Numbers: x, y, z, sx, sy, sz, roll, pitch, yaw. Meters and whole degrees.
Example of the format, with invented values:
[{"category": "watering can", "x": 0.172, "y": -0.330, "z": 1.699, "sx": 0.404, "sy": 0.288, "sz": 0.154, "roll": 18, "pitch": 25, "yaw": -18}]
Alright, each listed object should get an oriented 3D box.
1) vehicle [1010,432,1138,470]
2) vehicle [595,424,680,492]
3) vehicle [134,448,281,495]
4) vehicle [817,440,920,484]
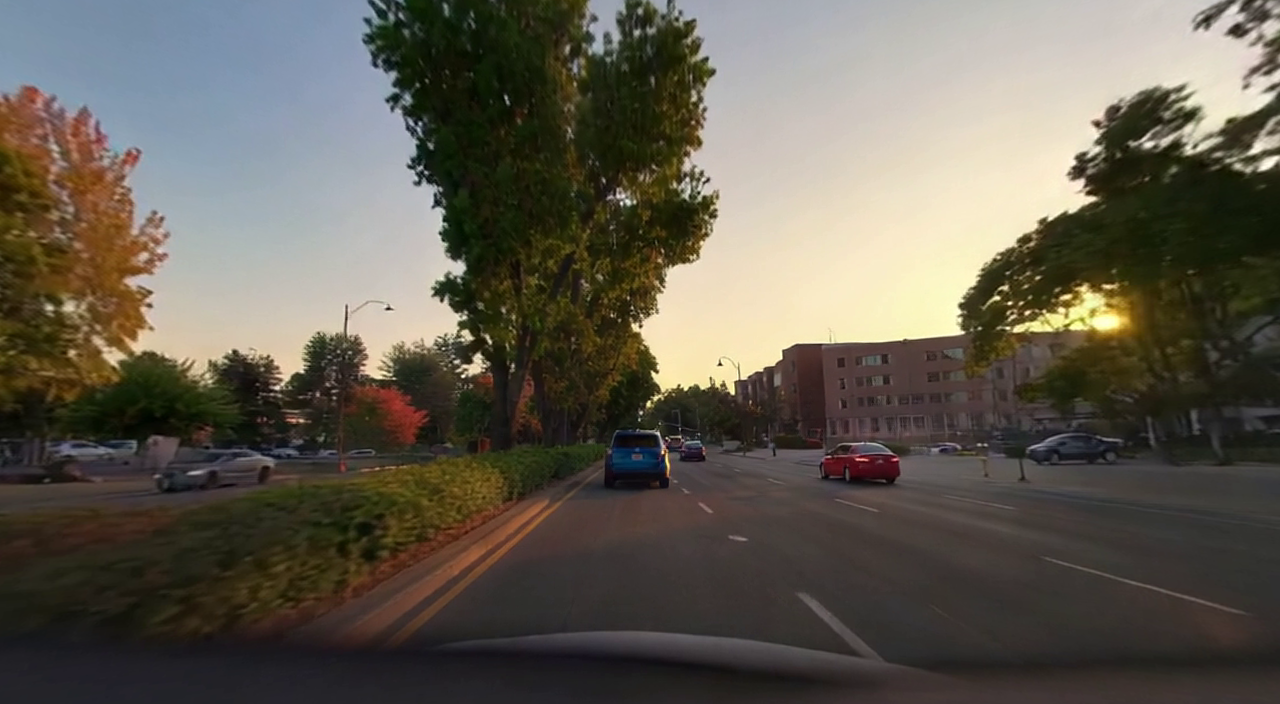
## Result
[{"category": "vehicle", "x": 19.490, "y": 4.442, "z": 28.495, "sx": 4.333, "sy": 1.521, "sz": 1.824, "roll": -2, "pitch": -7, "yaw": 0}, {"category": "vehicle", "x": -0.091, "y": 3.150, "z": 19.060, "sx": 2.277, "sy": 1.816, "sz": 4.192, "roll": 0, "pitch": -8, "yaw": -1}, {"category": "vehicle", "x": -15.346, "y": 4.226, "z": 22.805, "sx": 1.985, "sy": 1.486, "sz": 4.691, "roll": 0, "pitch": -8, "yaw": 0}, {"category": "vehicle", "x": 8.328, "y": 4.030, "z": 23.564, "sx": 2.002, "sy": 1.456, "sz": 4.631, "roll": 0, "pitch": -8, "yaw": -1}]
